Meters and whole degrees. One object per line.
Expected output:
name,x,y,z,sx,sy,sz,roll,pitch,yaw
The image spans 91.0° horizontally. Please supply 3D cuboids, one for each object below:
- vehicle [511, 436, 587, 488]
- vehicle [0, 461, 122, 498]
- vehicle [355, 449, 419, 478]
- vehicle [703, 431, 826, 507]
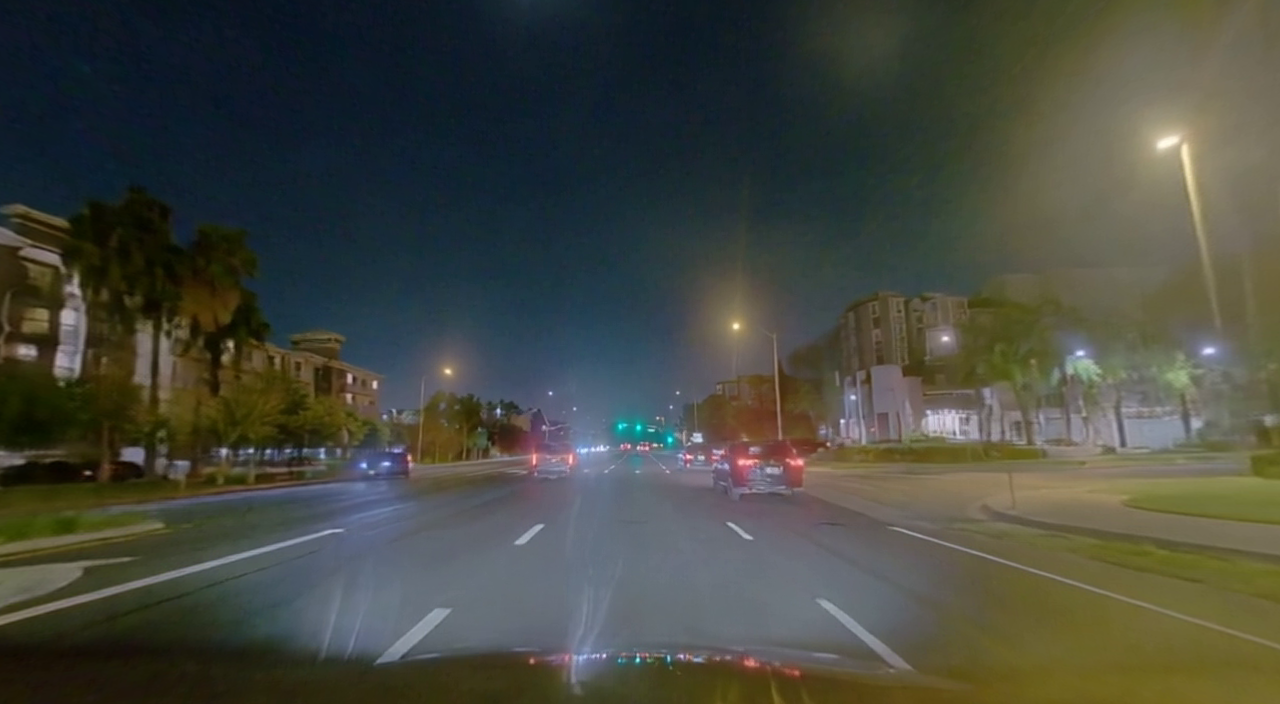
vehicle,-3.210,4.013,23.299,2.084,1.735,4.528,0,-8,1
vehicle,-28.920,6.295,31.209,4.586,1.513,1.973,-2,-9,-3
vehicle,-18.182,8.014,45.543,2.221,1.921,5.743,0,-9,1
vehicle,3.019,2.947,16.253,2.084,1.682,4.148,1,-9,-3
